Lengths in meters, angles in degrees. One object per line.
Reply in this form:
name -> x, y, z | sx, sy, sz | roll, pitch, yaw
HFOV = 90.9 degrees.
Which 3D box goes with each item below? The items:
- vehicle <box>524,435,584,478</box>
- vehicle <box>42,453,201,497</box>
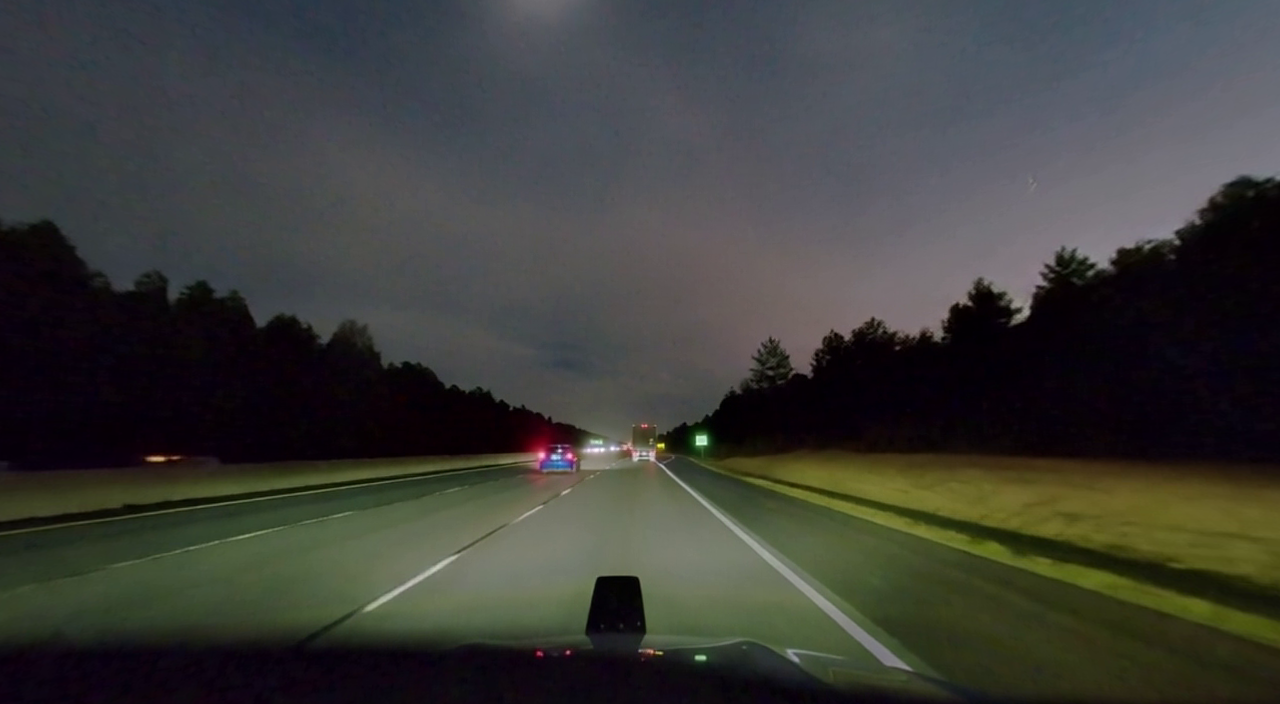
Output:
vehicle -> -4.063, 5.081, 30.715 | 2.124, 1.888, 5.226 | 0, -9, 0
vehicle -> -20.764, 4.921, 25.652 | 1.868, 1.549, 5.416 | 0, -9, 0
